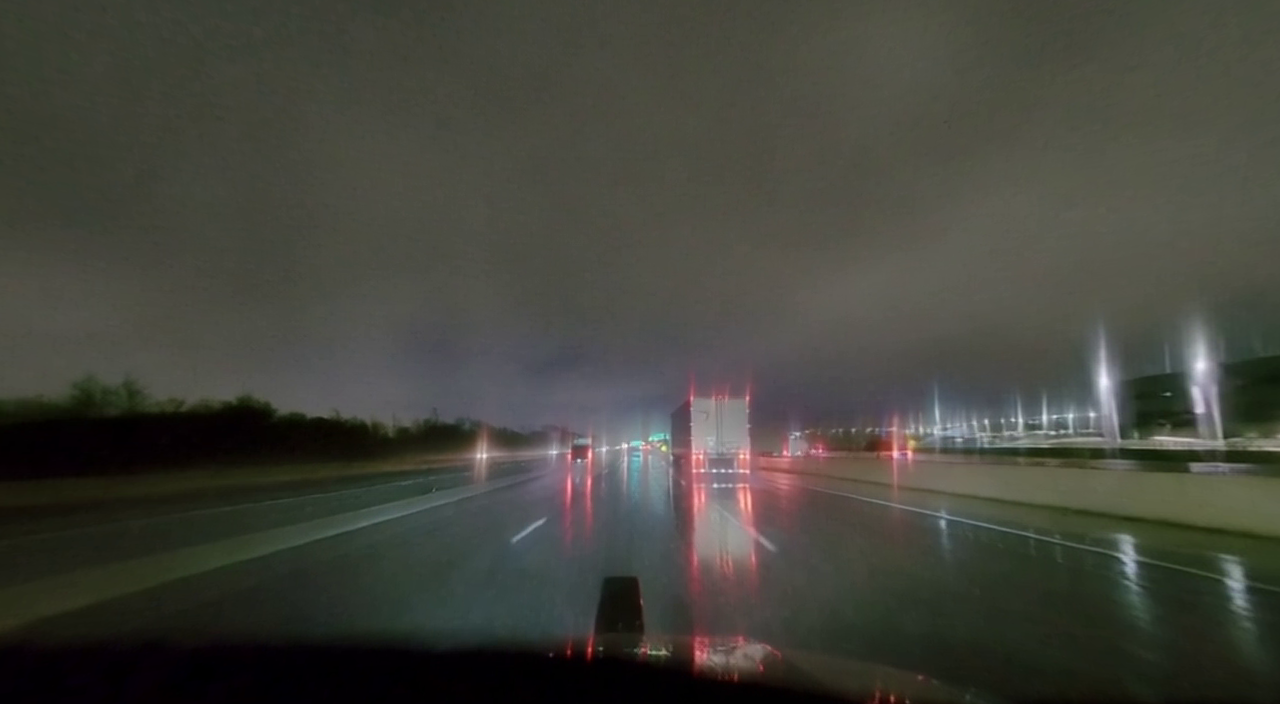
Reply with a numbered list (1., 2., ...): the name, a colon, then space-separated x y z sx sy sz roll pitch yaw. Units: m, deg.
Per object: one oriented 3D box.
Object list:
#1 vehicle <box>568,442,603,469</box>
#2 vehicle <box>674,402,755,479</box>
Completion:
1. vehicle: -3.916 7.503 45.647 2.173 1.857 4.800 0 -9 -1
2. vehicle: 3.766 4.998 34.989 2.823 3.509 12.118 0 -9 -1
